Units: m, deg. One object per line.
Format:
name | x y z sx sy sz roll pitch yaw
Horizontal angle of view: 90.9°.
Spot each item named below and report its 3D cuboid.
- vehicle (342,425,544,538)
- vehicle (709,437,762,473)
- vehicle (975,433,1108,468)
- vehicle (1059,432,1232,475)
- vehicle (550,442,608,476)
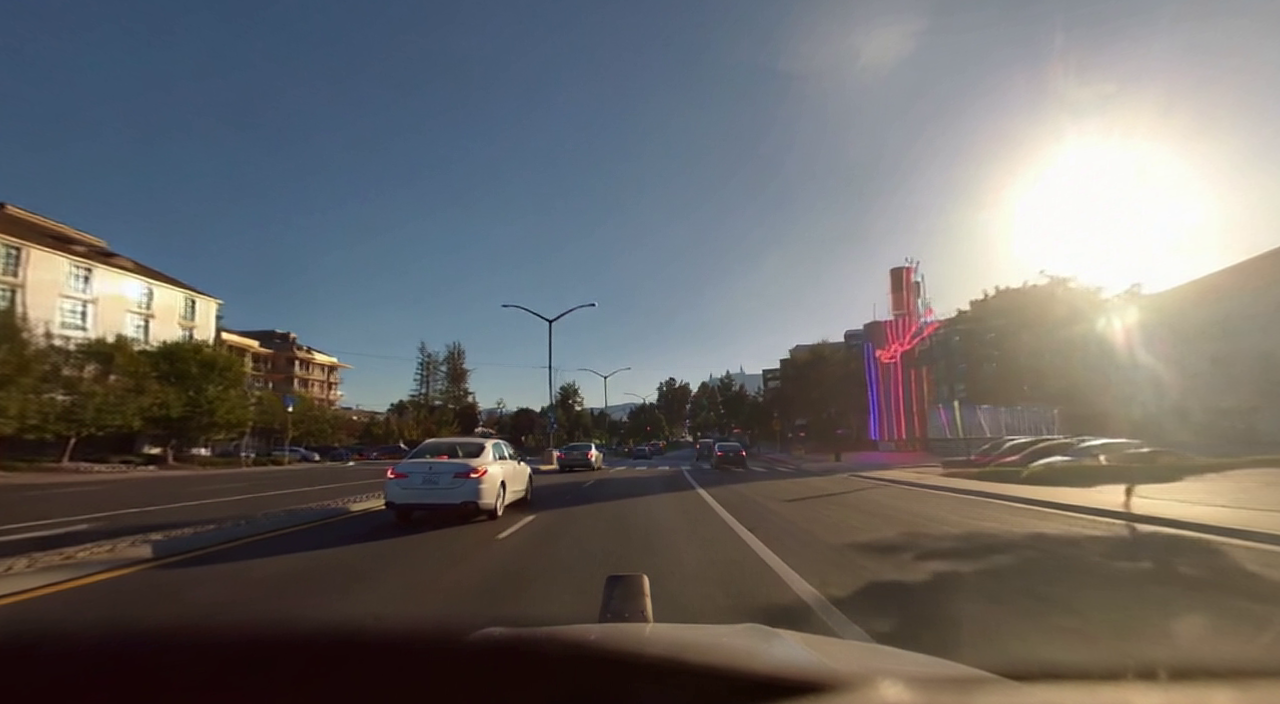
vehicle | -3.134 2.166 11.202 2.118 1.568 4.436 0 -8 1
vehicle | 4.758 5.191 32.049 2.103 1.699 4.171 0 -8 1
vehicle | 18.357 4.523 28.986 4.583 1.491 2.192 0 -8 -1
vehicle | 18.519 3.736 23.279 4.502 1.454 2.129 0 -8 1
vehicle | -2.722 4.897 29.105 1.980 1.454 4.226 -1 -8 3
